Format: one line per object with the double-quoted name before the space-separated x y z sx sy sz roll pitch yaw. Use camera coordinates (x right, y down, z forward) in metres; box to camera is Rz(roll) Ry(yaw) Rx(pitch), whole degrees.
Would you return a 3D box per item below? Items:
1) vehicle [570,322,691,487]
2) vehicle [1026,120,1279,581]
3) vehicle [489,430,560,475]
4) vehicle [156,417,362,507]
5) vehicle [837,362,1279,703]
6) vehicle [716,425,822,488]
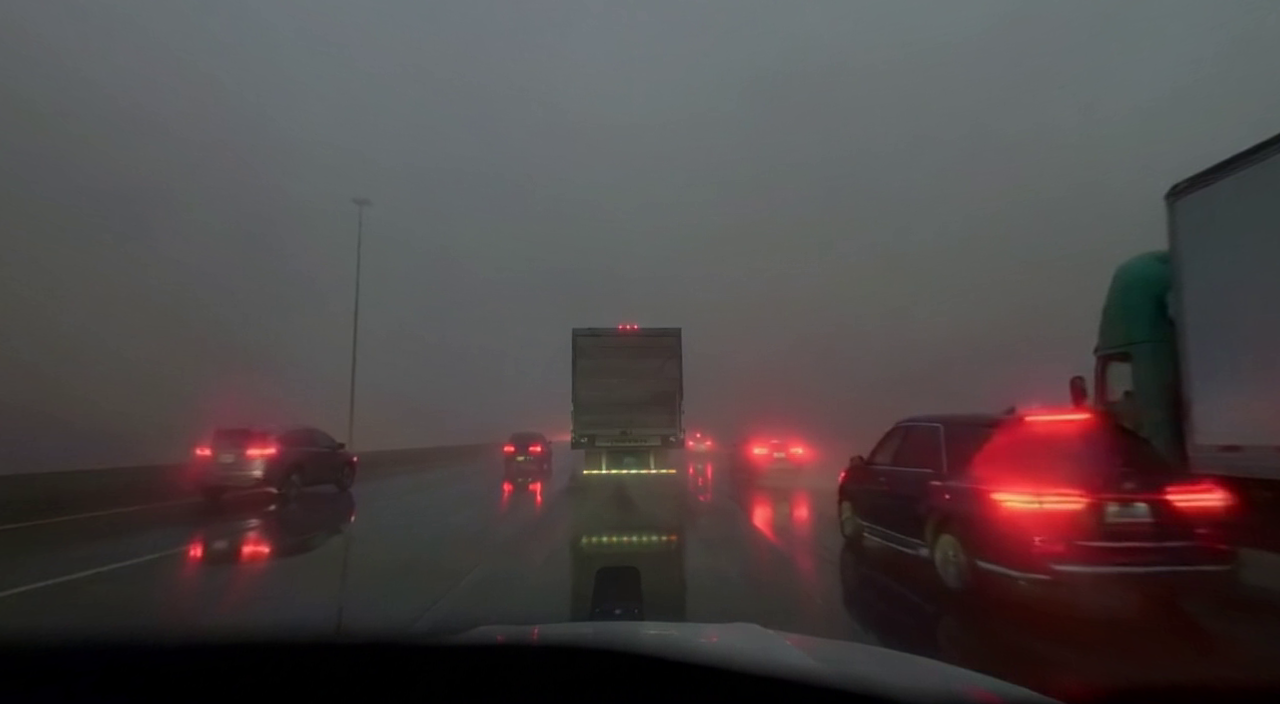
"vehicle" -0.421 1.917 20.365 2.938 4.033 9.980 0 -8 -2
"vehicle" 7.207 -0.538 1.754 2.880 4.073 14.510 0 -8 -1
"vehicle" -4.111 3.620 22.963 1.882 1.493 3.828 0 -8 0
"vehicle" -7.971 2.313 13.733 1.944 1.653 4.097 0 -8 -1
"vehicle" 3.257 1.109 4.539 1.999 1.523 4.882 0 -8 -1
"vehicle" 3.404 2.835 17.487 1.945 1.529 4.129 0 -8 -2
